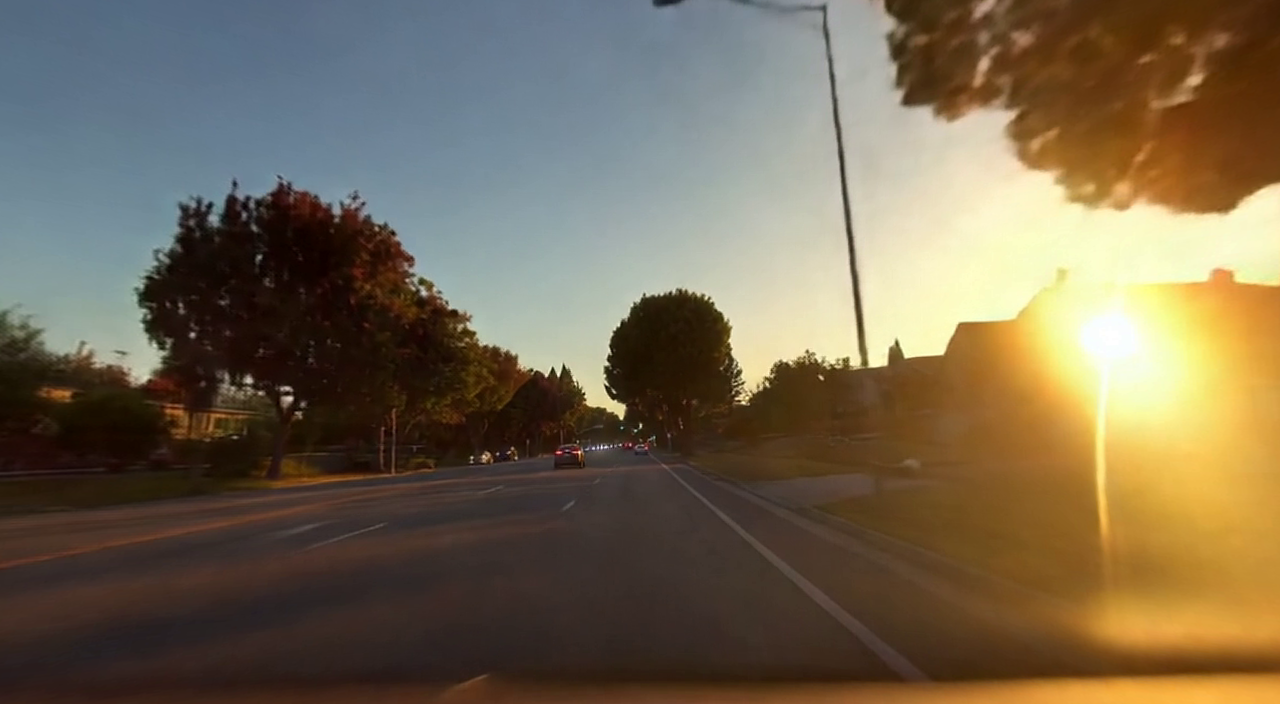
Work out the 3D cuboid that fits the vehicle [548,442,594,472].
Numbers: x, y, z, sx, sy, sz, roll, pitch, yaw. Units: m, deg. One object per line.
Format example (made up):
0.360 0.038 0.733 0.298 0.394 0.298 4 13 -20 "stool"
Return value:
-3.570 5.519 33.469 1.992 1.447 4.044 -1 -8 0 "vehicle"
